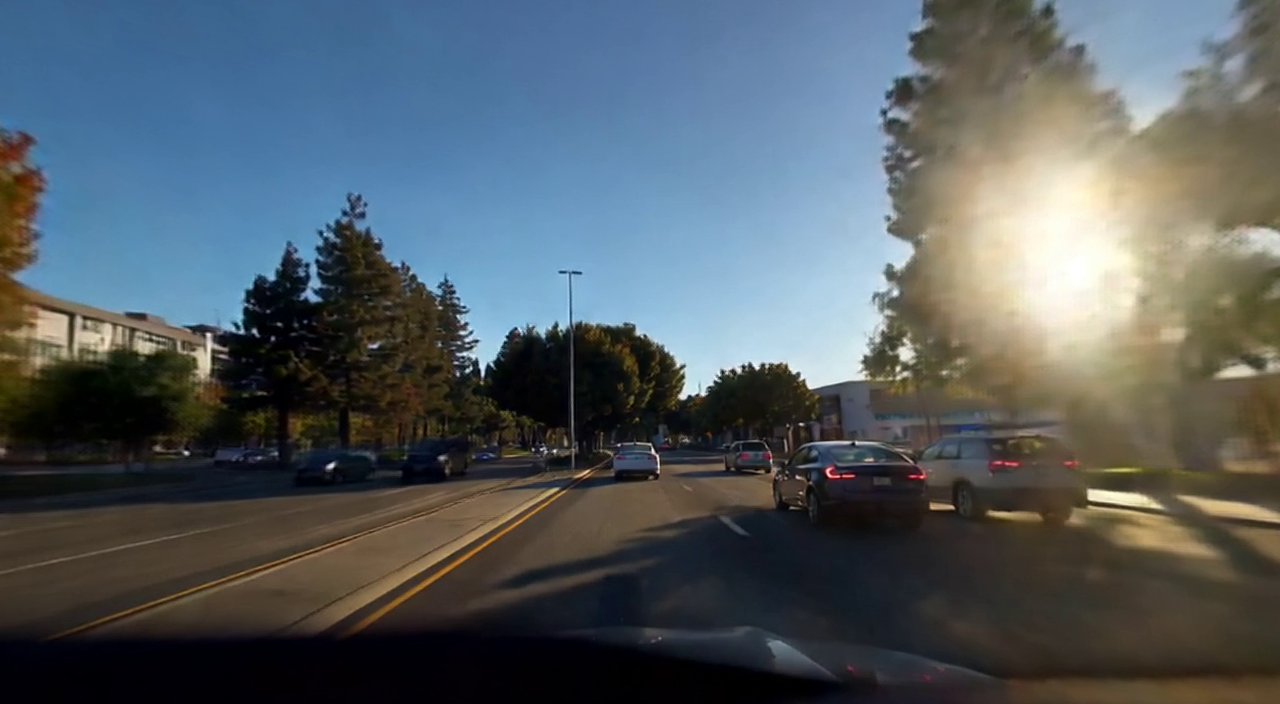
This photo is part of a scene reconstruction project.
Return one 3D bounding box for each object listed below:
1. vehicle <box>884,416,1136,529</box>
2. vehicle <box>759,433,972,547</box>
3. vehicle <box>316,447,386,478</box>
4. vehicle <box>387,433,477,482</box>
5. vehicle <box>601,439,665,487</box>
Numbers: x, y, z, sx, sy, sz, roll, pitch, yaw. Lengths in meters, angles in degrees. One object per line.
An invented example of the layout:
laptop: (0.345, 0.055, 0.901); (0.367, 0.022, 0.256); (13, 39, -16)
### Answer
vehicle: (6.893, 2.303, 12.581); (2.134, 1.810, 4.590); (0, -9, -1)
vehicle: (3.353, 2.131, 10.426); (1.858, 1.466, 4.230); (0, -9, -1)
vehicle: (-16.478, 6.289, 36.282); (1.903, 1.675, 4.547); (0, -9, -1)
vehicle: (-9.208, 4.730, 28.551); (2.246, 1.943, 5.493); (0, -9, 0)
vehicle: (-0.246, 3.756, 21.622); (1.994, 1.479, 3.647); (0, -9, -1)
